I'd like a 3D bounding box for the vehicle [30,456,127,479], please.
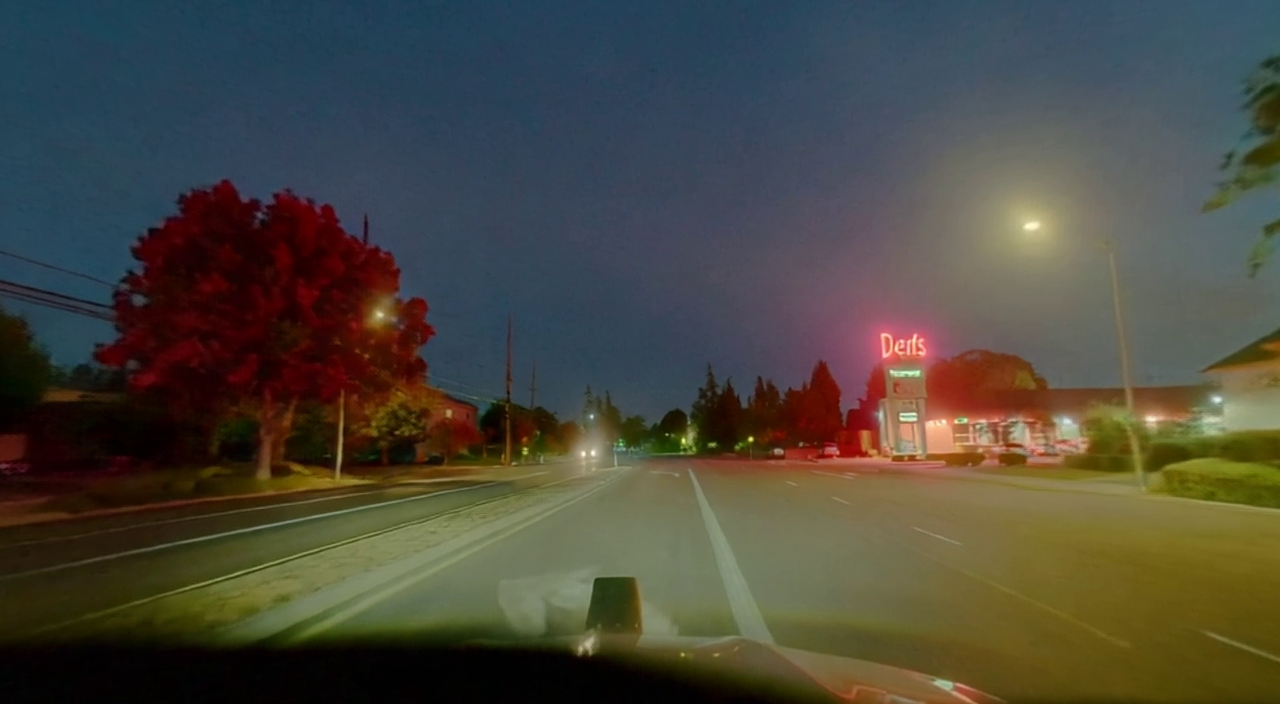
[{"bbox_3d":[-41.999,8.655,47.390,4.996,1.563,1.862,3,-9,-18],"label":"vehicle"}]
